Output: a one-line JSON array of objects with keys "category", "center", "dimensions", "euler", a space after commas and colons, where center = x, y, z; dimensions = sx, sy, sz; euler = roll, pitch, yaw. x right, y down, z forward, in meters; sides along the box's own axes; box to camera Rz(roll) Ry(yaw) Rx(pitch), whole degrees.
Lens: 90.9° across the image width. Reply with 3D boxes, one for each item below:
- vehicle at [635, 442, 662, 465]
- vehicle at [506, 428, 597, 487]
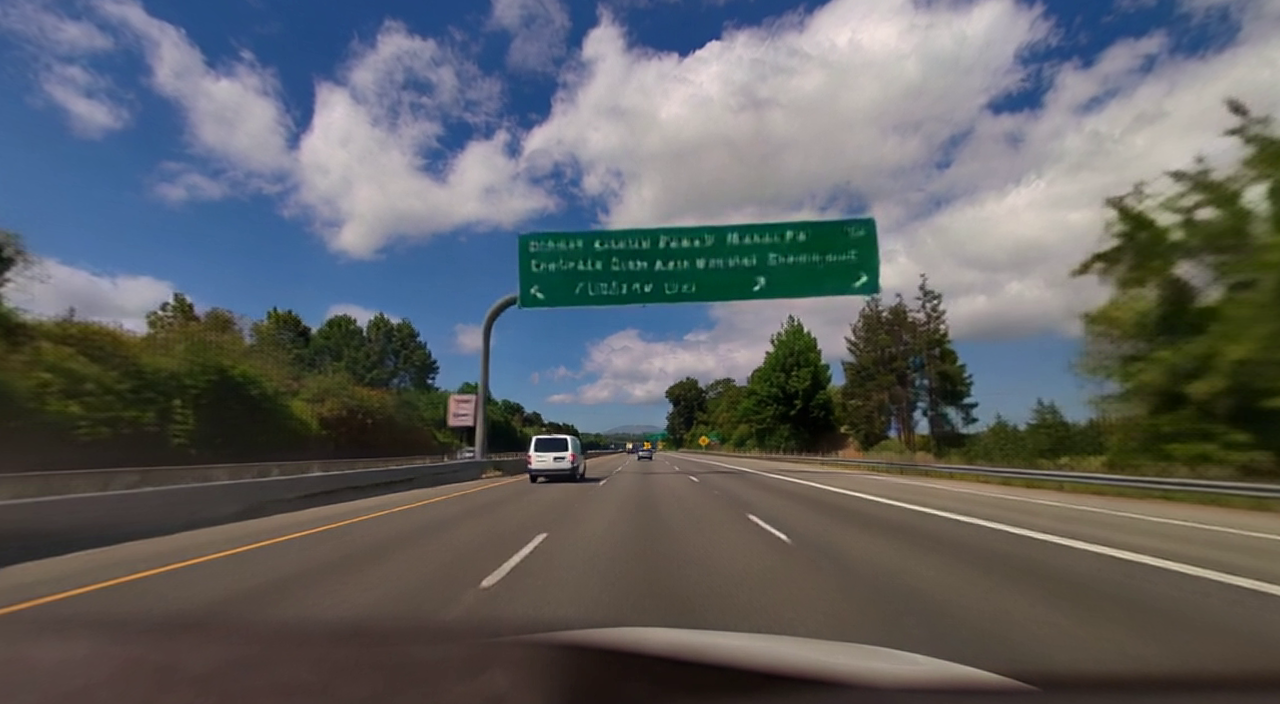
[{"category": "vehicle", "center": [0.613, 7.907, 49.043], "dimensions": [2.067, 1.690, 3.901], "euler": [0, -9, -1]}, {"category": "vehicle", "center": [-3.111, 3.915, 23.618], "dimensions": [2.572, 1.927, 5.803], "euler": [0, -9, 0]}]
